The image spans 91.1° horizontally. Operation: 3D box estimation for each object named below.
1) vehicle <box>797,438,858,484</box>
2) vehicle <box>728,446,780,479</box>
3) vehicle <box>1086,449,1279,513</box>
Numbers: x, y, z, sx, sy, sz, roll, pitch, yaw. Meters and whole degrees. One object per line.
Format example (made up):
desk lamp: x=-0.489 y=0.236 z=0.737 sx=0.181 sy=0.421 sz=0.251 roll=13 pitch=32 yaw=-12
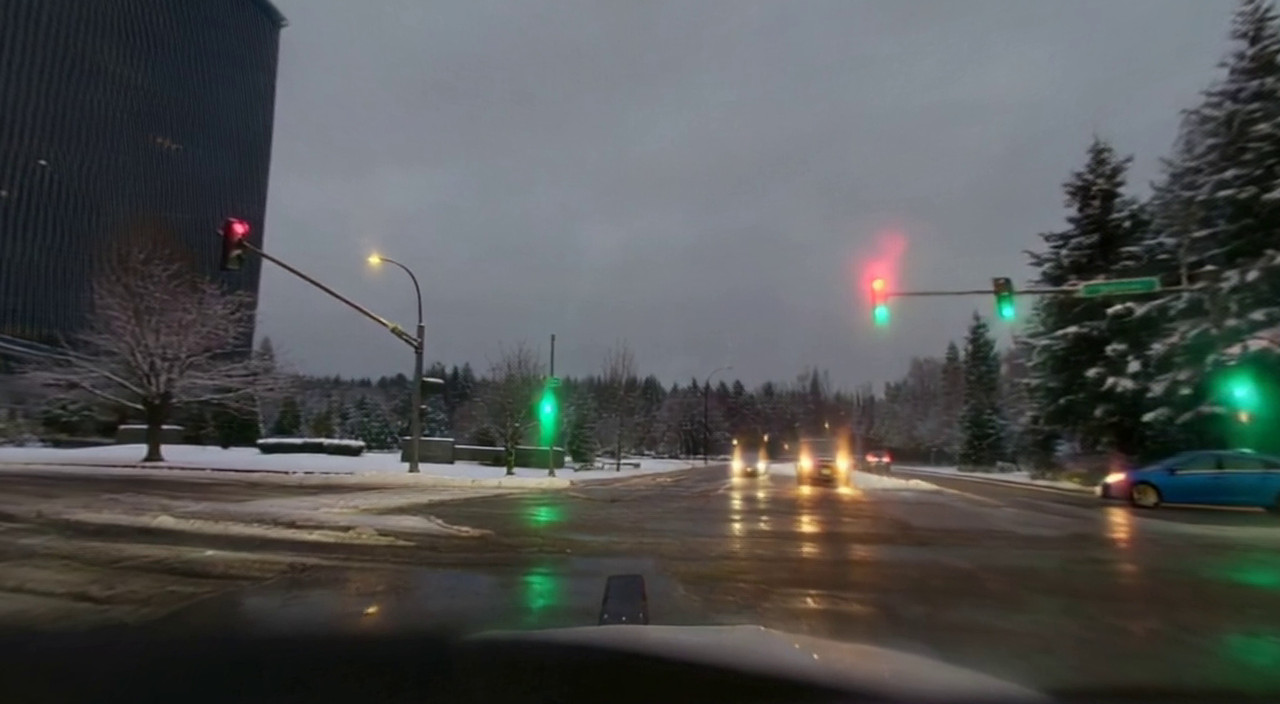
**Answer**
vehicle: x=7.571 y=4.413 z=25.790 sx=2.018 sy=1.699 sz=4.751 roll=-2 pitch=-9 yaw=13
vehicle: x=5.740 y=5.445 z=31.225 sx=2.068 sy=1.486 sz=4.664 roll=-3 pitch=-9 yaw=15
vehicle: x=15.511 y=3.436 z=17.268 sx=1.971 sy=1.503 sz=4.896 roll=3 pitch=-9 yaw=-20
